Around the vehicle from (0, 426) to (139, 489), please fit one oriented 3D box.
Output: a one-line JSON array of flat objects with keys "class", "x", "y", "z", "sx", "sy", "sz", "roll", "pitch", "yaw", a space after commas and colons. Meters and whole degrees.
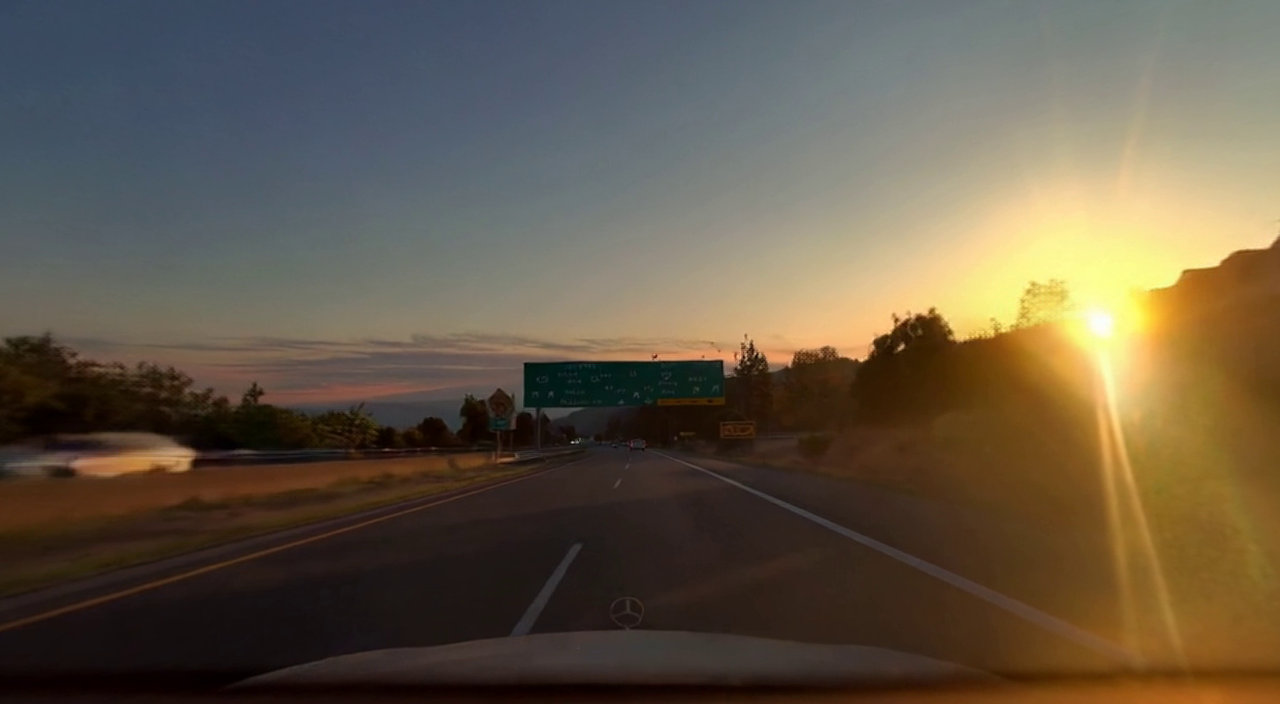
[{"class": "vehicle", "x": -15.343, "y": 2.711, "z": 16.428, "sx": 1.650, "sy": 1.455, "sz": 3.511, "roll": 0, "pitch": -8, "yaw": -1}]
